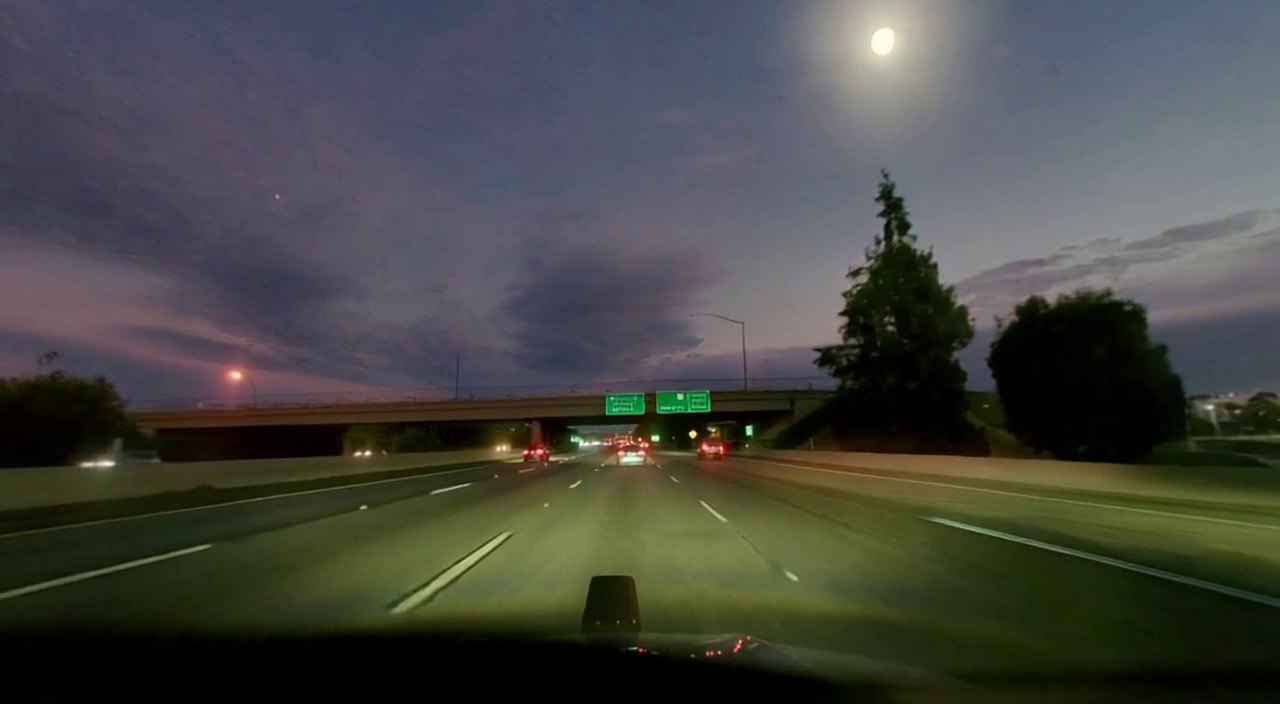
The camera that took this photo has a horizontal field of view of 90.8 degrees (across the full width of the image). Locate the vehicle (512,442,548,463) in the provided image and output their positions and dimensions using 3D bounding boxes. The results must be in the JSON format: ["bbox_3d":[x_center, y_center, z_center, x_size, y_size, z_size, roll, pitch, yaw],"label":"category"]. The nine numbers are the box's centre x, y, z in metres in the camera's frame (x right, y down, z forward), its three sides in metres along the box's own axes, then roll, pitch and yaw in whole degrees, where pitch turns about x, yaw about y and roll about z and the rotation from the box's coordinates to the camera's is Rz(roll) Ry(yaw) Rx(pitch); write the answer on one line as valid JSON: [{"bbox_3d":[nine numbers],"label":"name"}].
[{"bbox_3d":[-8.276,7.593,47.837,1.957,1.554,4.350,0,-8,0],"label":"vehicle"}]

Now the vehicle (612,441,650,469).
[{"bbox_3d":[-0.561,5.820,35.742,2.012,1.471,4.059,0,-8,-2],"label":"vehicle"}]

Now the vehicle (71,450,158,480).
[{"bbox_3d":[-35.730,7.678,43.105,2.016,1.894,4.465,0,-8,0],"label":"vehicle"}]
